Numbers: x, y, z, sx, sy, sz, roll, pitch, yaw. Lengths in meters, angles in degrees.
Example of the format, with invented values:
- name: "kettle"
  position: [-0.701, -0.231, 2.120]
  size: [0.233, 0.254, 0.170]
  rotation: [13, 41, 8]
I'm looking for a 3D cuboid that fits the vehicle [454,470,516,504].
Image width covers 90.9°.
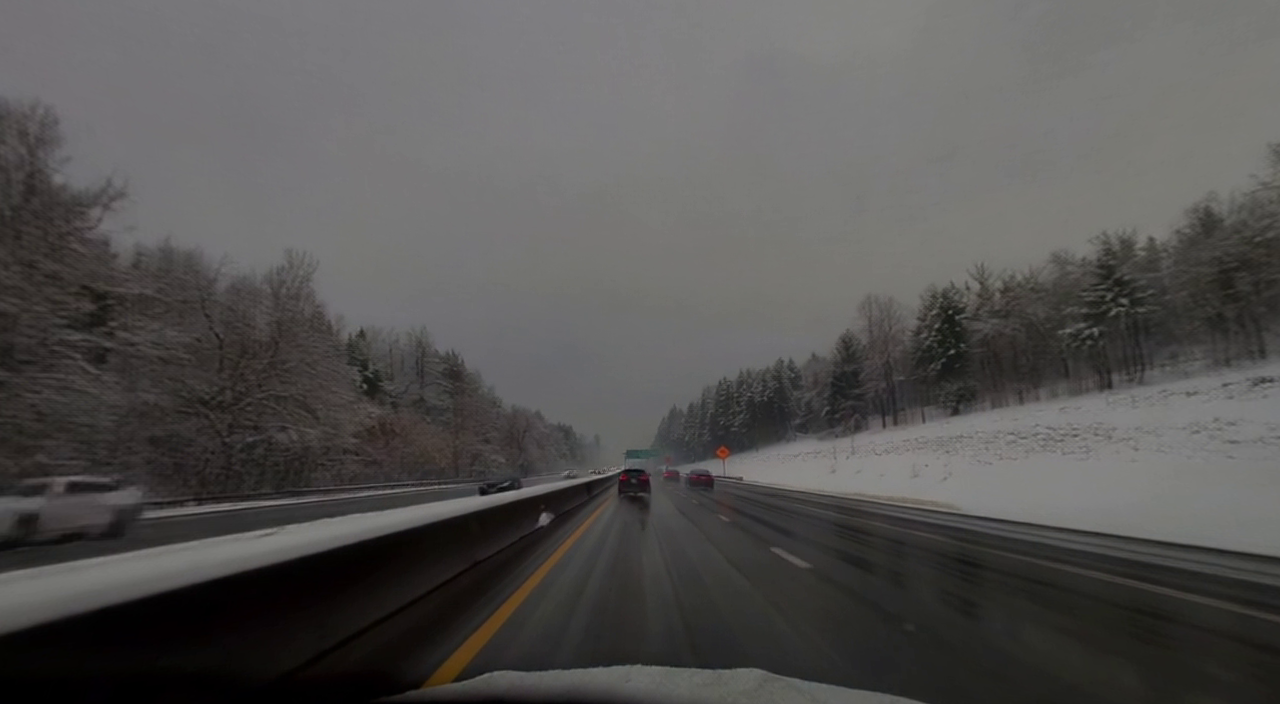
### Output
- name: "vehicle"
  position: [-7.581, 6.612, 31.219]
  size: [1.872, 1.487, 4.411]
  rotation: [0, -10, 1]

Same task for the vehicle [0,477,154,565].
- name: "vehicle"
  position: [-12.223, 3.239, 12.369]
  size: [1.909, 1.445, 4.225]
  rotation: [1, -10, 1]

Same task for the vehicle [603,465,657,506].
- name: "vehicle"
  position: [-0.391, 5.417, 25.827]
  size: [2.060, 1.473, 3.726]
  rotation: [1, -10, 0]
